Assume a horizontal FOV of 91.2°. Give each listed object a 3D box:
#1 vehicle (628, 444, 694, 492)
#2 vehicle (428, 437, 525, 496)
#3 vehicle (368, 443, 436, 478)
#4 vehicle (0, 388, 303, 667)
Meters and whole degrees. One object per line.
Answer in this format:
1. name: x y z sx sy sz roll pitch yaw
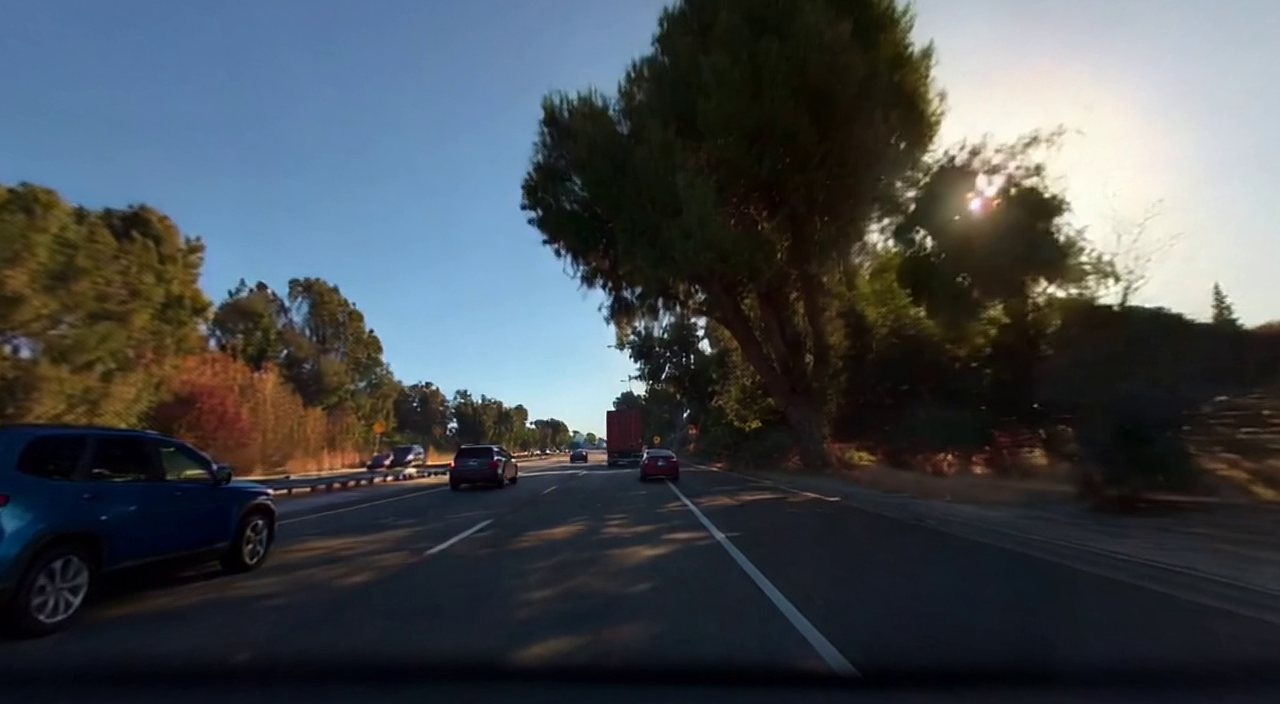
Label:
1. vehicle: 0.608 3.927 21.554 2.026 1.489 4.045 0 -9 -2
2. vehicle: -5.088 3.621 20.105 2.035 1.664 4.064 0 -9 0
3. vehicle: -14.031 6.406 37.262 2.108 1.901 4.970 0 -9 -1
4. vehicle: -4.951 1.276 5.120 2.100 1.671 4.105 0 -9 -1
